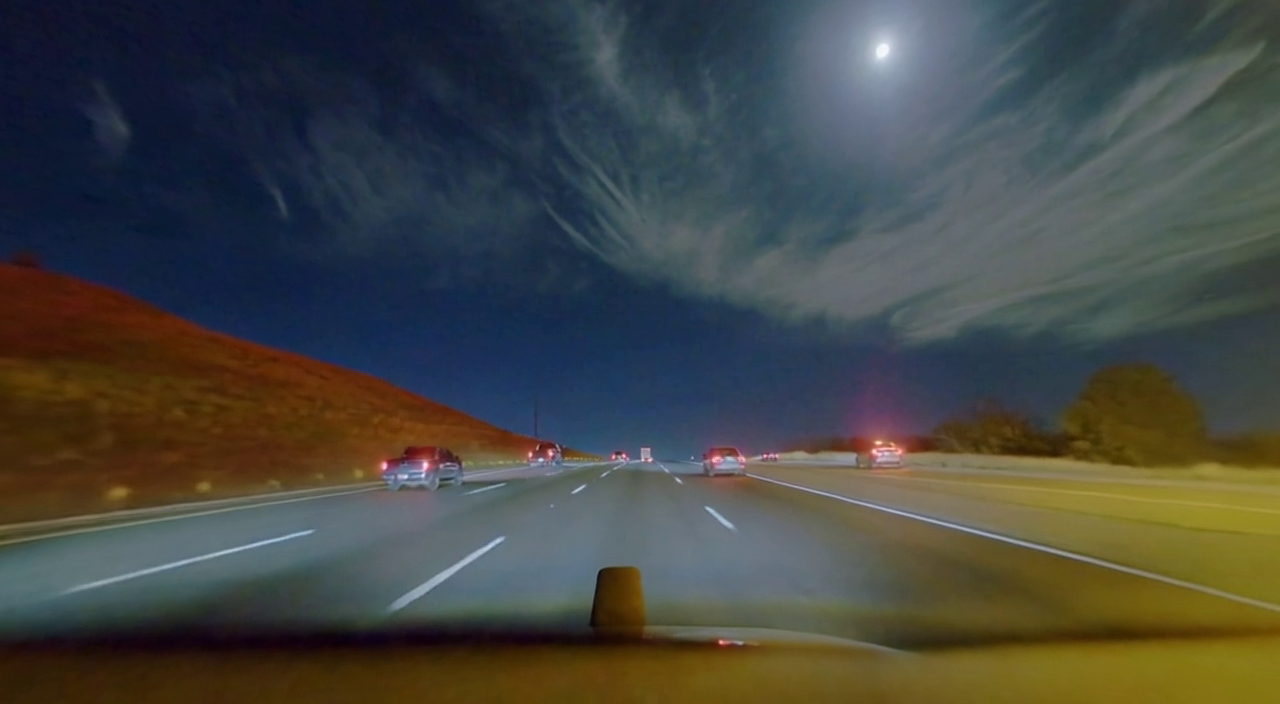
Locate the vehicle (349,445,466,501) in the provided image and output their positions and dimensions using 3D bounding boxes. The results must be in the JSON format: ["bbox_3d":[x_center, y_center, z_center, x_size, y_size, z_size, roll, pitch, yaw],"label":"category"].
[{"bbox_3d":[-7.239,3.791,20.234,1.935,1.550,4.883,0,-9,0],"label":"vehicle"}]

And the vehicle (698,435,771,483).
[{"bbox_3d":[3.770,4.396,26.106,2.231,1.789,4.700,0,-9,-1],"label":"vehicle"}]

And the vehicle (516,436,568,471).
[{"bbox_3d":[-7.555,7.999,49.537,2.937,2.509,7.090,0,-9,0],"label":"vehicle"}]
